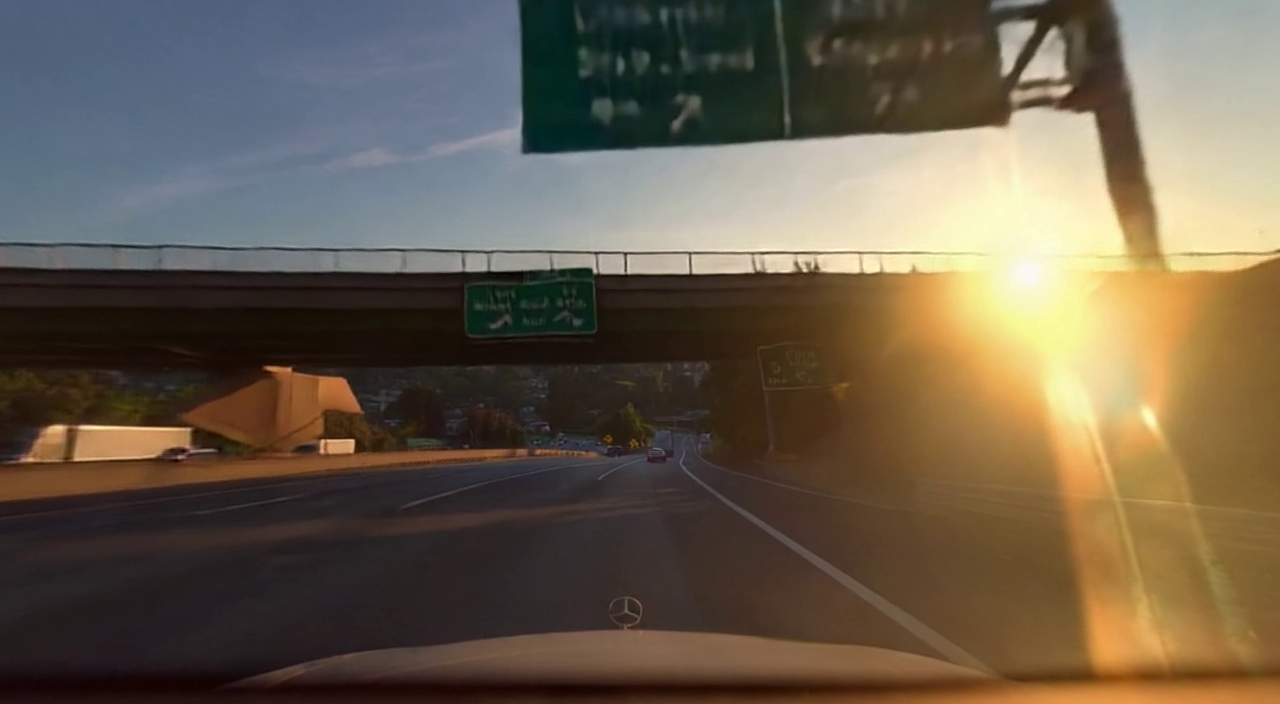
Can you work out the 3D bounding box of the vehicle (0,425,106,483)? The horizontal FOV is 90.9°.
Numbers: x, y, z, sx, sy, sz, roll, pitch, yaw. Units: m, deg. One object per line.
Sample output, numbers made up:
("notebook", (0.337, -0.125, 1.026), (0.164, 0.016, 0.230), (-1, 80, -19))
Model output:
("vehicle", (-39.802, 6.821, 42.166), (2.887, 3.555, 6.298), (2, -9, -8))
